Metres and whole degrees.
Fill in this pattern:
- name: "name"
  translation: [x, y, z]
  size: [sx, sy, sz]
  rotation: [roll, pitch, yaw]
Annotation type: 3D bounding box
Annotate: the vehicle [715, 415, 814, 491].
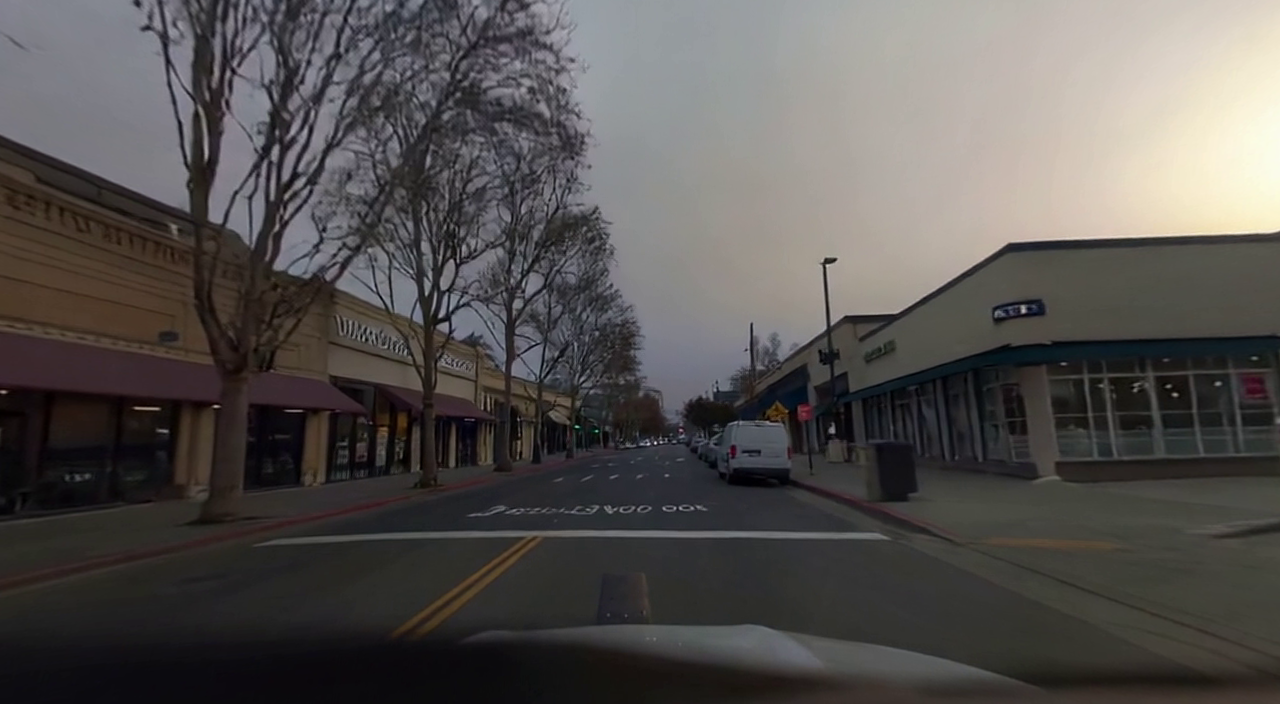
- name: "vehicle"
  translation: [3.621, 2.996, 19.310]
  size: [2.150, 2.013, 4.748]
  rotation: [-1, -7, 2]
